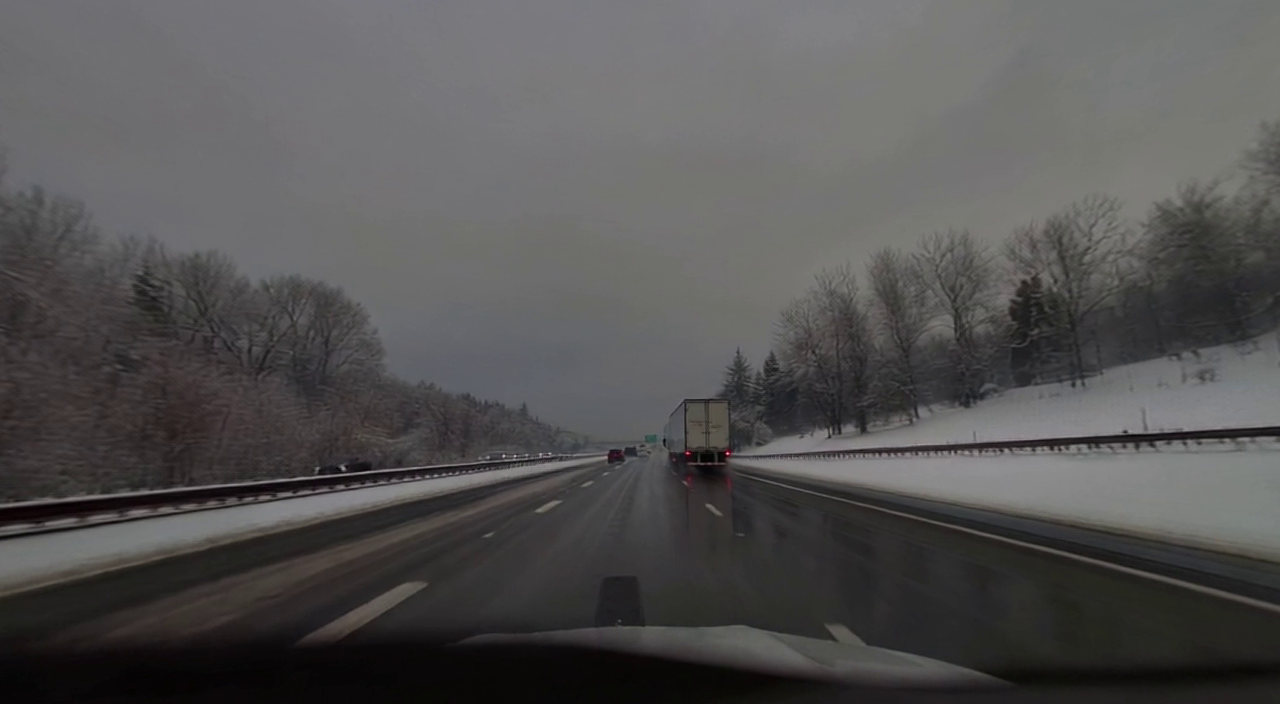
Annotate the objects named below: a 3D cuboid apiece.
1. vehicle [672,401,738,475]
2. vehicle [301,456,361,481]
[{"bbox_3d":[3.898,5.839,41.680,2.901,4.032,14.338,0,-9,0],"label":"vehicle"},{"bbox_3d":[-20.039,7.557,41.108,1.787,1.474,4.070,0,-9,2],"label":"vehicle"}]
